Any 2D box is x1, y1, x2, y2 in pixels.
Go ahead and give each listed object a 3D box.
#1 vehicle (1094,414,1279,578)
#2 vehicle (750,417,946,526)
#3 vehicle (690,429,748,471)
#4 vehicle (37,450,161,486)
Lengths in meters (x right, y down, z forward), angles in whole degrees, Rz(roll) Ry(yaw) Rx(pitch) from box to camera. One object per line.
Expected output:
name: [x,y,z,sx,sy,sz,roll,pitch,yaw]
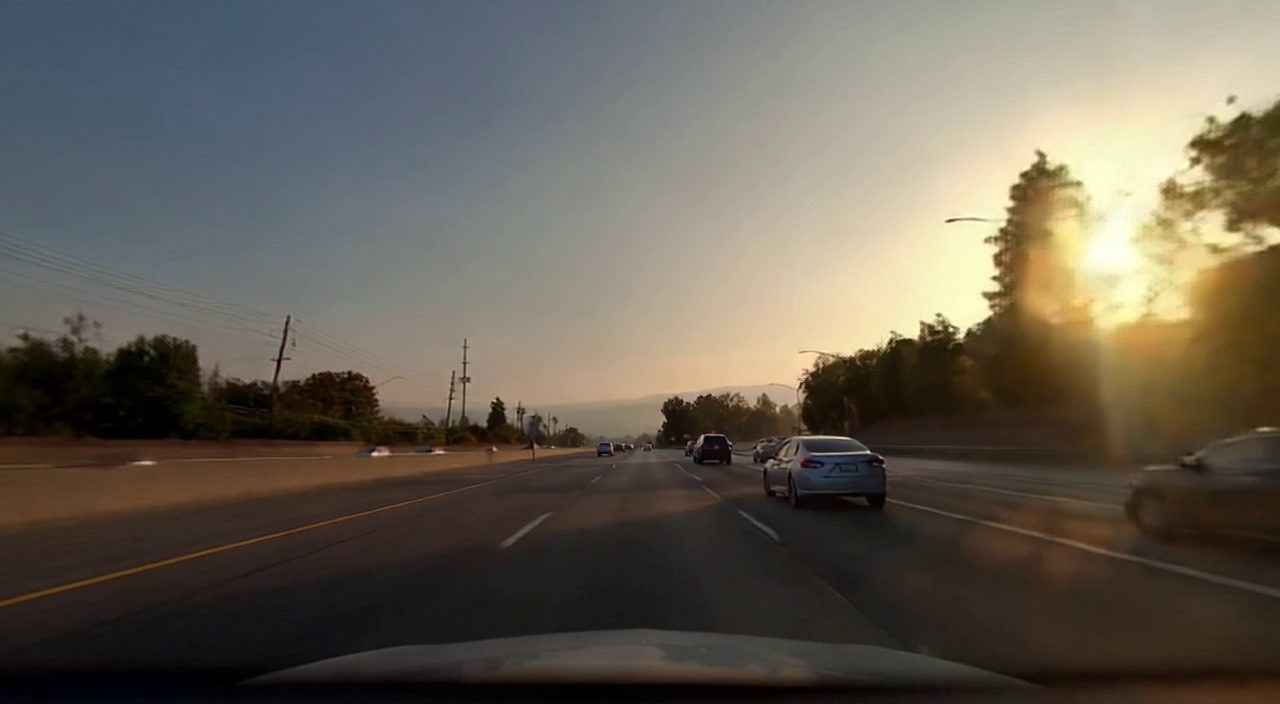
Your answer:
vehicle: [6.999,1.336,5.835,1.988,1.518,4.856,0,-8,1]
vehicle: [3.575,2.155,11.923,2.146,1.639,4.475,0,-8,0]
vehicle: [4.121,5.210,33.828,2.442,2.022,5.466,0,-8,0]
vehicle: [-24.949,5.328,29.329,1.821,1.492,4.347,-1,-8,2]
